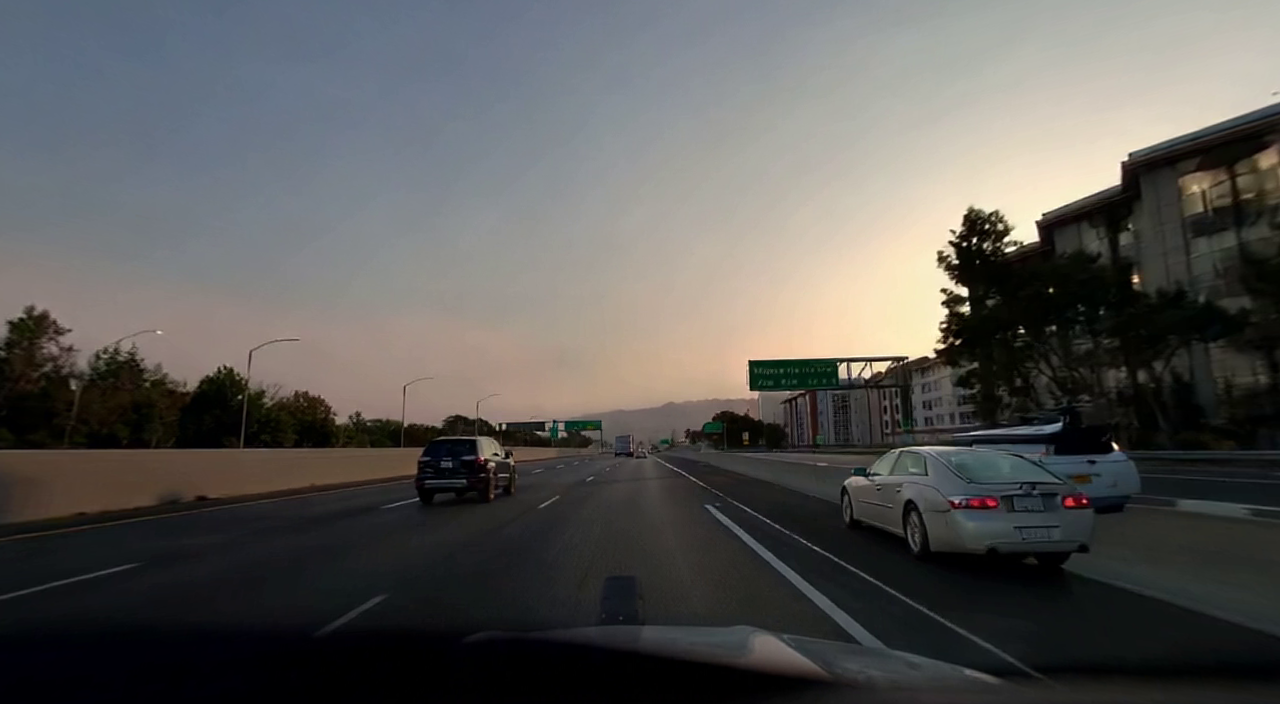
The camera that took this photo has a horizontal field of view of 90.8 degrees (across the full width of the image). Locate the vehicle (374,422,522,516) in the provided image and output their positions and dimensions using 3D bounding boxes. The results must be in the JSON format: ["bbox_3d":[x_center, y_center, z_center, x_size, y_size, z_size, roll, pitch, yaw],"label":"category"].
[{"bbox_3d":[-4.124,2.590,14.426,2.047,1.786,4.217,0,-8,0],"label":"vehicle"}]
